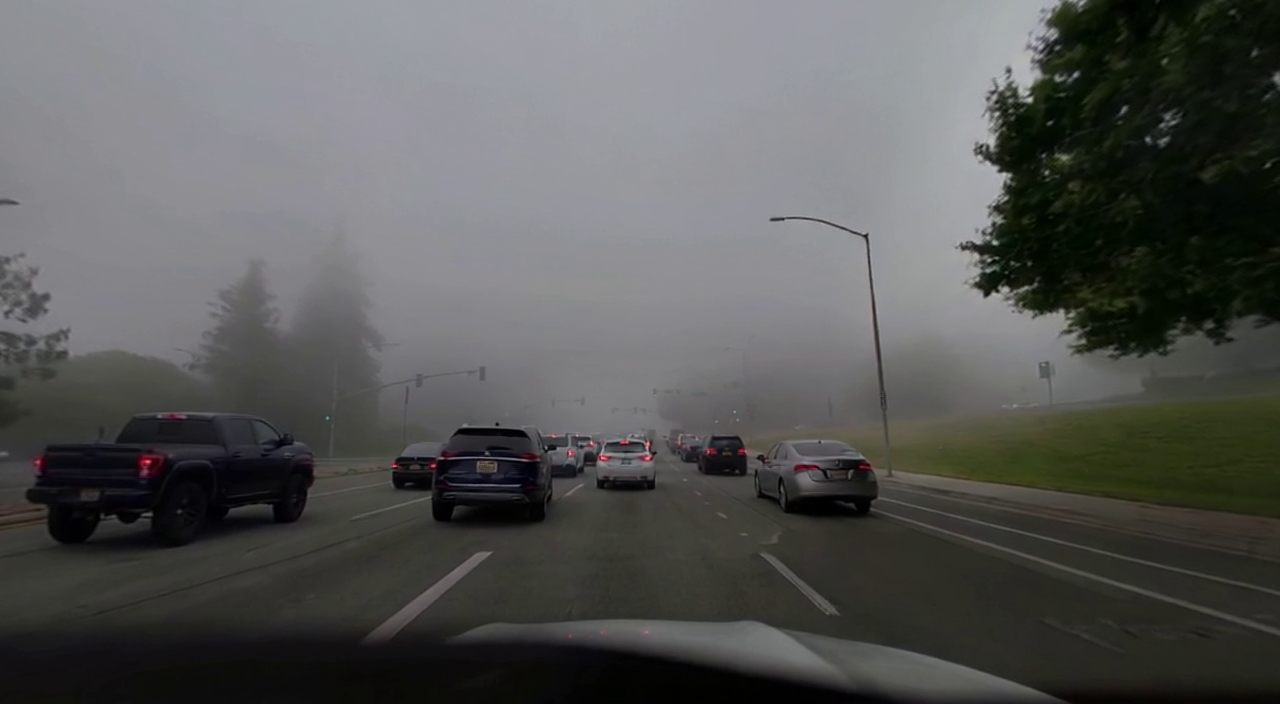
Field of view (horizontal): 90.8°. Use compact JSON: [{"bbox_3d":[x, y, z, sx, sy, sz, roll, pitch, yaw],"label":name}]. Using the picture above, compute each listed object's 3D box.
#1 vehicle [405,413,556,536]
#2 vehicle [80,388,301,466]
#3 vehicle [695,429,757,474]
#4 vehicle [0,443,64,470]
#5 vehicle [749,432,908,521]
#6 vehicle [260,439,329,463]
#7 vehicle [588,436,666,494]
[{"bbox_3d":[-2.650,2.159,11.851,2.111,1.745,5.274,1,-9,-7],"label":"vehicle"},{"bbox_3d":[-27.973,5.079,41.046,3.181,4.189,14.107,-1,-9,4],"label":"vehicle"},{"bbox_3d":[3.735,4.427,28.282,2.099,1.845,4.363,0,-9,-1],"label":"vehicle"},{"bbox_3d":[-38.778,6.489,39.121,4.458,1.485,1.973,-3,-10,5],"label":"vehicle"},{"bbox_3d":[3.547,2.413,12.786,1.884,1.463,4.195,0,-9,0],"label":"vehicle"},{"bbox_3d":[-23.245,6.700,42.769,1.865,1.493,4.712,-1,-9,2],"label":"vehicle"},{"bbox_3d":[-0.348,3.258,18.566,2.030,1.477,4.330,0,-9,0],"label":"vehicle"}]
